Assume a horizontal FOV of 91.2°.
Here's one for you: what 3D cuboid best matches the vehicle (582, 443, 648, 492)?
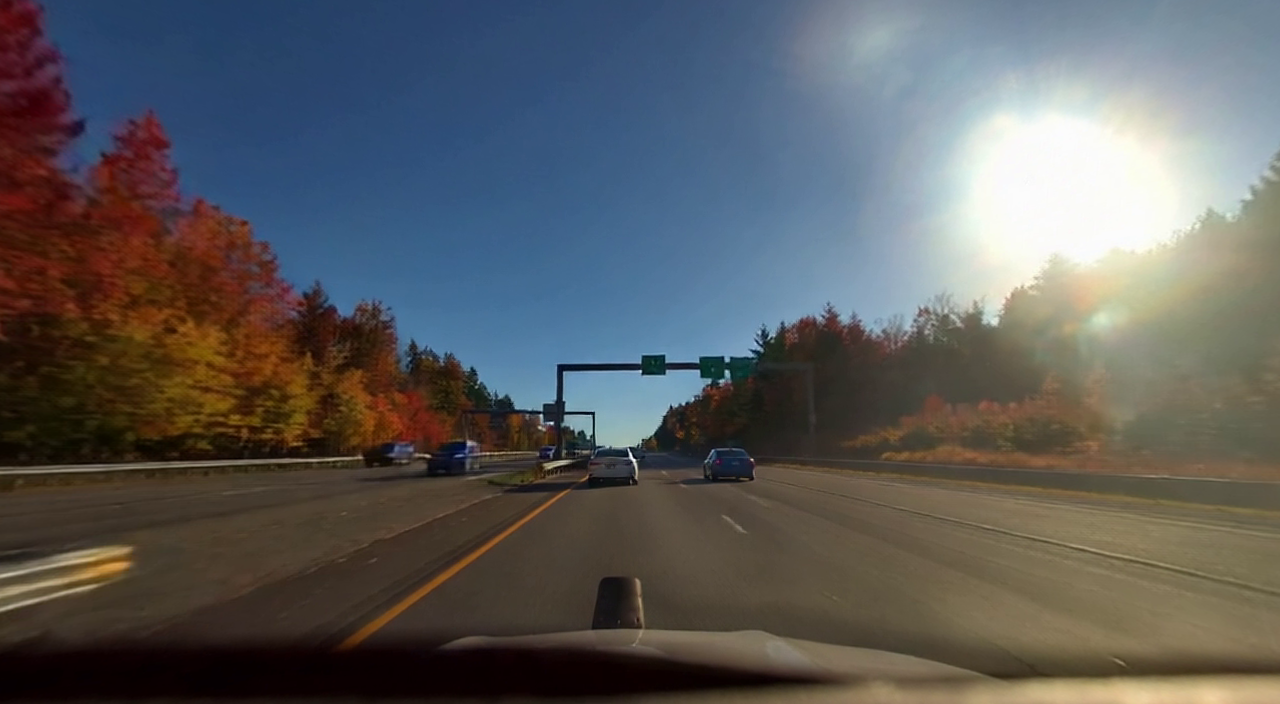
[{"bbox_3d":[-0.835,4.075,22.468,2.128,1.516,4.410,-1,-9,-1],"label":"vehicle"}]

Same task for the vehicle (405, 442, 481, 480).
[{"bbox_3d":[-8.593,4.786,27.792,1.985,1.555,4.510,0,-9,-1],"label":"vehicle"}]

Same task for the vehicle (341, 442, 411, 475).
[{"bbox_3d":[-13.587,5.485,32.519,1.890,1.547,4.184,-1,-9,-1],"label":"vehicle"}]

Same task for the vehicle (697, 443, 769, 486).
[{"bbox_3d":[3.696,4.568,25.771,2.300,1.595,4.144,-1,-9,0],"label":"vehicle"}]
